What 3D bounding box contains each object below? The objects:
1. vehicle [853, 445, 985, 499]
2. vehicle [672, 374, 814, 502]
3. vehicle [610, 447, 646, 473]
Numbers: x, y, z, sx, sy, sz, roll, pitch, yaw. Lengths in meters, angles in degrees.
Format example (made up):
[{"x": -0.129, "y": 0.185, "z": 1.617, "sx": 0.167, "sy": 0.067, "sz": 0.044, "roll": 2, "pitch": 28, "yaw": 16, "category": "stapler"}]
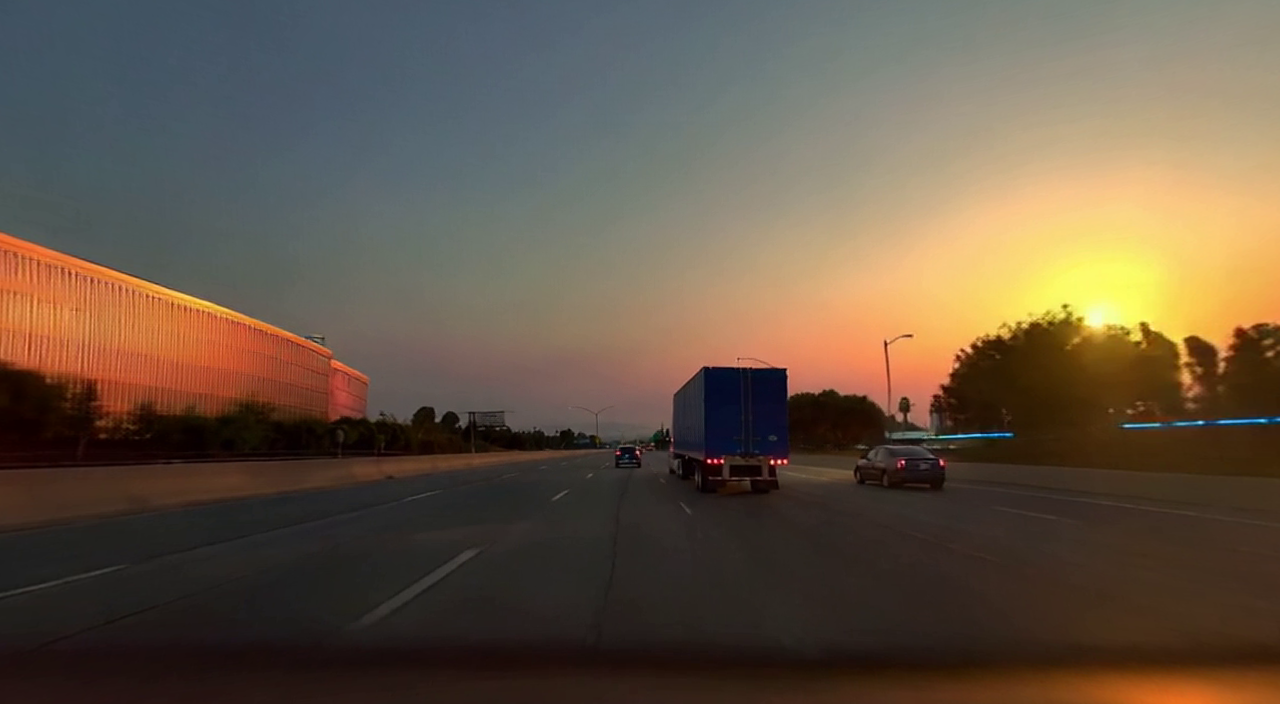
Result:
[{"x": 8.607, "y": 3.700, "z": 20.025, "sx": 2.105, "sy": 1.494, "sz": 4.537, "roll": 0, "pitch": -9, "yaw": 0, "category": "vehicle"}, {"x": 2.959, "y": 3.058, "z": 22.106, "sx": 2.934, "sy": 3.325, "sz": 10.986, "roll": 0, "pitch": -9, "yaw": -1, "category": "vehicle"}, {"x": -0.647, "y": 6.085, "z": 35.876, "sx": 1.929, "sy": 1.395, "sz": 3.999, "roll": 0, "pitch": -9, "yaw": 0, "category": "vehicle"}]
